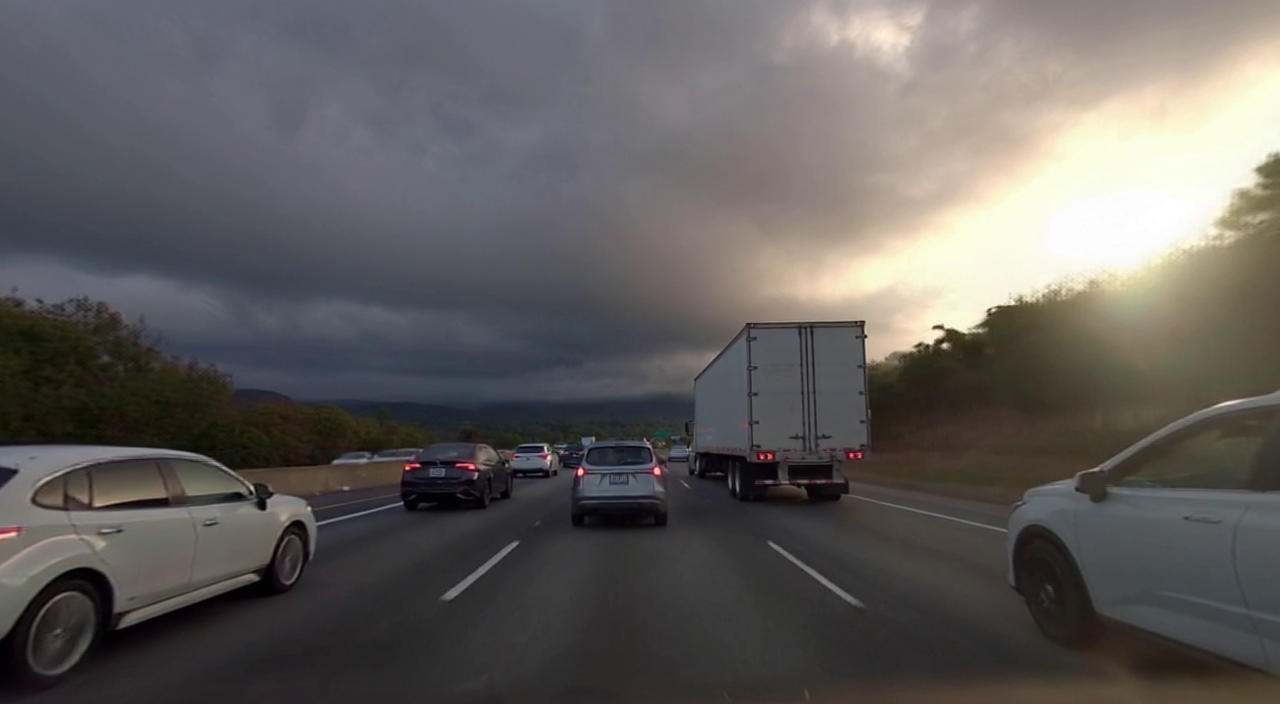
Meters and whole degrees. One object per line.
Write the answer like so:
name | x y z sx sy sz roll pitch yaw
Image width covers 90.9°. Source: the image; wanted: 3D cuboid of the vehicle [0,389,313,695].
vehicle | -4.317 1.202 4.561 1.789 1.620 3.841 0 -9 0

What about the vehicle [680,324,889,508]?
vehicle | 3.673 2.584 21.796 3.186 4.111 15.553 0 -9 -1

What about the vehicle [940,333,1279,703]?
vehicle | 3.645 0.884 3.059 2.076 1.751 4.666 0 -9 1

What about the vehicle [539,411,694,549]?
vehicle | -0.315 2.012 10.466 2.037 1.792 4.194 0 -9 0

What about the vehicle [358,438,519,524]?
vehicle | -3.983 2.621 13.330 1.923 1.503 4.293 0 -9 1
